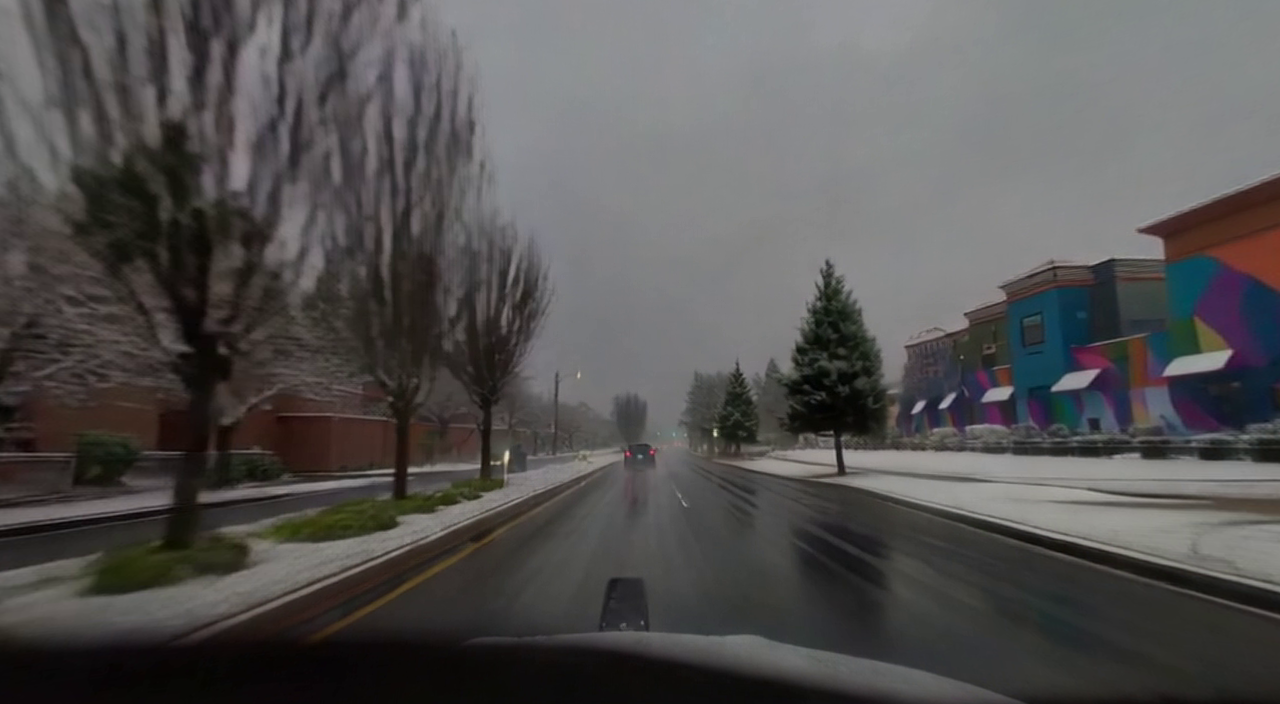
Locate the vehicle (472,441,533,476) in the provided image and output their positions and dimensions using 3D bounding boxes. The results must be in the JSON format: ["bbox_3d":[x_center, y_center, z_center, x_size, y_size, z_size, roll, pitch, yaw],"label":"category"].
[{"bbox_3d":[-7.244,5.640,33.740,2.055,1.757,4.584,0,-8,2],"label":"vehicle"}]

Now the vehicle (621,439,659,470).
[{"bbox_3d":[0.050,5.984,37.077,2.129,1.713,4.314,0,-8,2],"label":"vehicle"}]
